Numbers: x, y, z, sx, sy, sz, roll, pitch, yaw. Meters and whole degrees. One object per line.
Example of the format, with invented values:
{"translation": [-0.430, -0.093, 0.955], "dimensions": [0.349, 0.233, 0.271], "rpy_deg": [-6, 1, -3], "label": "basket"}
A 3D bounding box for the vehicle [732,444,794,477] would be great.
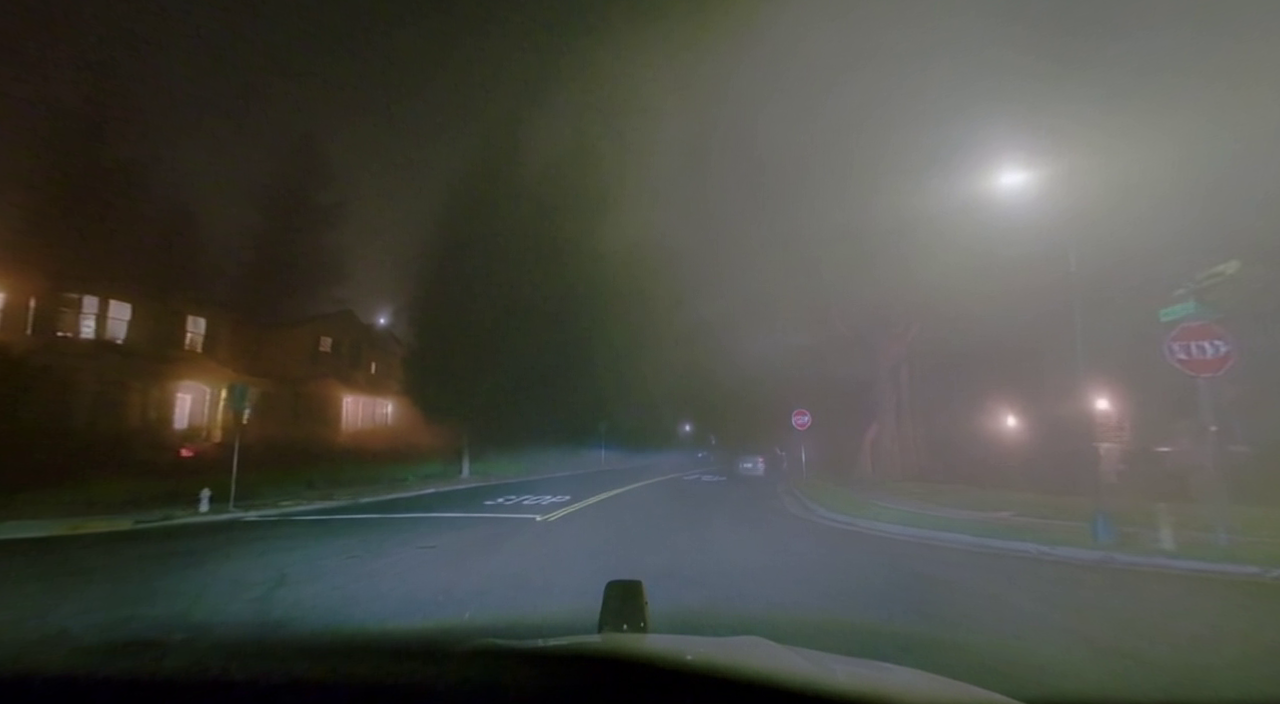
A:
{"translation": [6.957, 5.989, 35.180], "dimensions": [2.692, 1.649, 4.689], "rpy_deg": [-3, -9, 20], "label": "vehicle"}
